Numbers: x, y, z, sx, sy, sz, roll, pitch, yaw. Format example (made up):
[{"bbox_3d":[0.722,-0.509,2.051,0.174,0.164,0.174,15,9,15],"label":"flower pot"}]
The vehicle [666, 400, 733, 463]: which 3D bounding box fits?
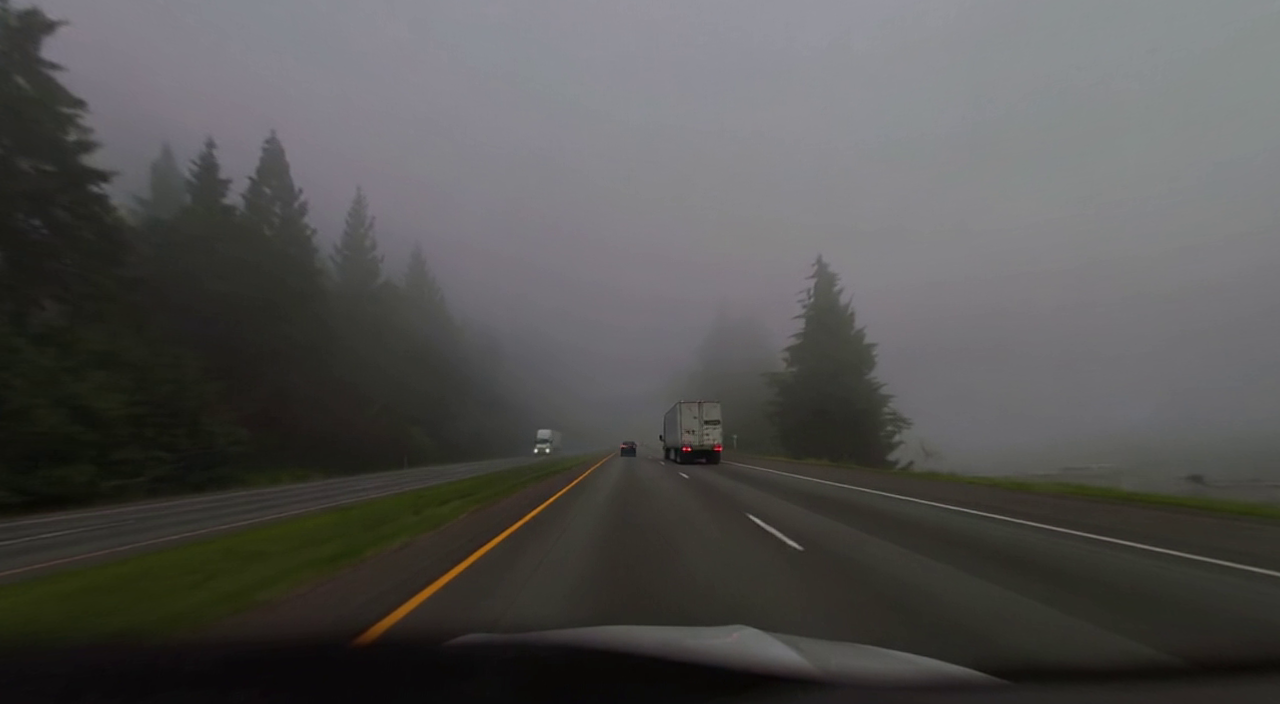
[{"bbox_3d":[4.158,6.156,48.191,3.223,4.082,14.353,0,-8,-2],"label":"vehicle"}]
